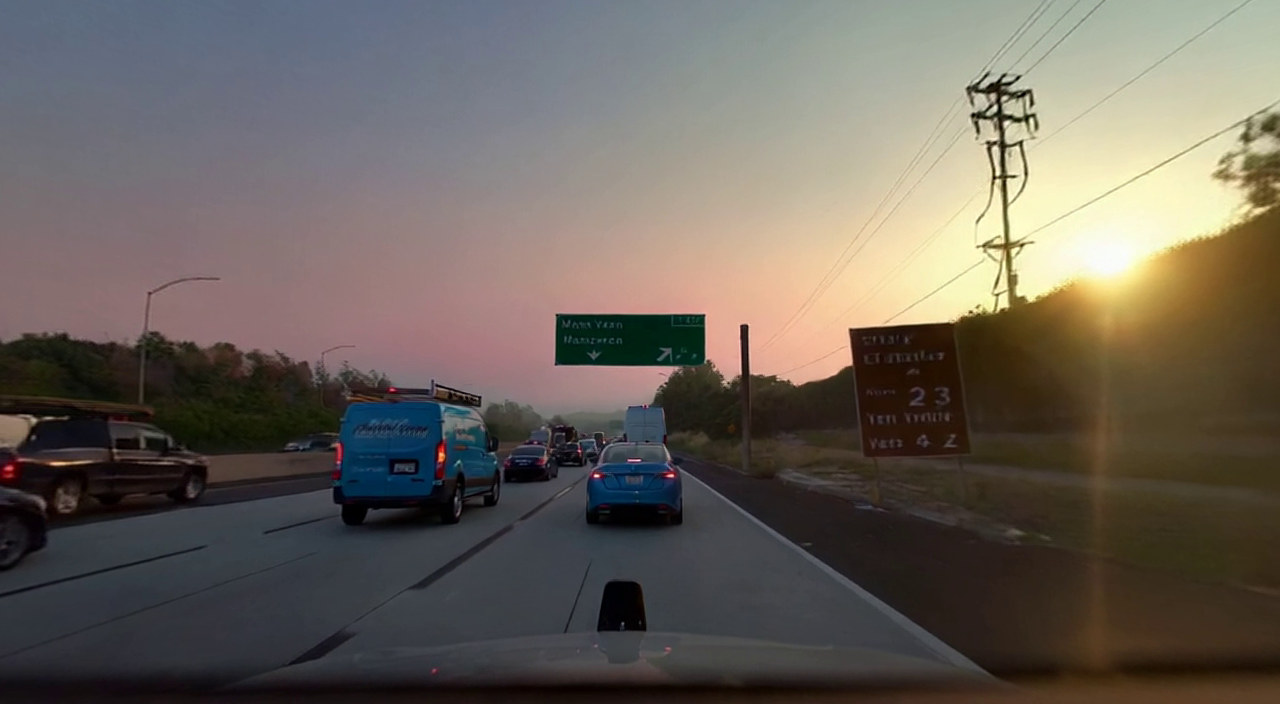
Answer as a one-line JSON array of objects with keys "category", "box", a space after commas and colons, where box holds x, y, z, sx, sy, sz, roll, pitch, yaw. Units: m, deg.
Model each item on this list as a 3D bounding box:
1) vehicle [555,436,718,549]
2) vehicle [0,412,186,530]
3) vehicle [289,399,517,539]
[{"category": "vehicle", "box": [-0.042, 2.084, 10.046, 2.054, 1.421, 4.090, 0, -8, 0]}, {"category": "vehicle", "box": [-11.235, 2.122, 11.512, 2.040, 1.872, 4.969, 0, -8, 0]}, {"category": "vehicle", "box": [-3.806, 1.983, 11.202, 2.142, 1.952, 4.556, 0, -8, 2]}]
